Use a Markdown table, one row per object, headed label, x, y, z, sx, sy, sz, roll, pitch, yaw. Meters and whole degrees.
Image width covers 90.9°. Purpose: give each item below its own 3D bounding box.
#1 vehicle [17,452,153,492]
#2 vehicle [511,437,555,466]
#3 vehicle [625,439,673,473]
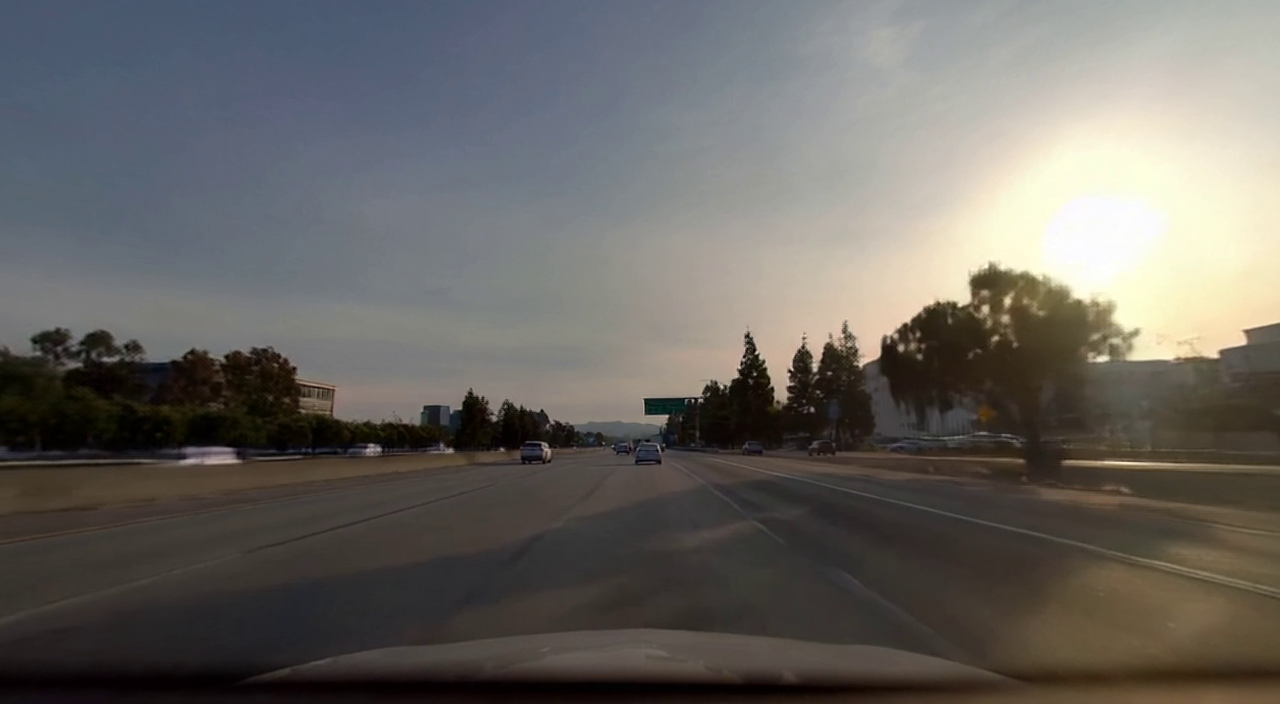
| label | x | y | z | sx | sy | sz | roll | pitch | yaw |
| --- | --- | --- | --- | --- | --- | --- | --- | --- | --- |
| vehicle | -23.277 | 5.025 | 26.722 | 1.842 | 1.450 | 4.301 | 0 | -8 | 0 |
| vehicle | -7.208 | 6.747 | 42.951 | 2.093 | 1.789 | 4.399 | 0 | -8 | 1 |
| vehicle | 0.398 | 4.947 | 30.115 | 2.112 | 1.482 | 4.082 | 0 | -8 | 0 |
